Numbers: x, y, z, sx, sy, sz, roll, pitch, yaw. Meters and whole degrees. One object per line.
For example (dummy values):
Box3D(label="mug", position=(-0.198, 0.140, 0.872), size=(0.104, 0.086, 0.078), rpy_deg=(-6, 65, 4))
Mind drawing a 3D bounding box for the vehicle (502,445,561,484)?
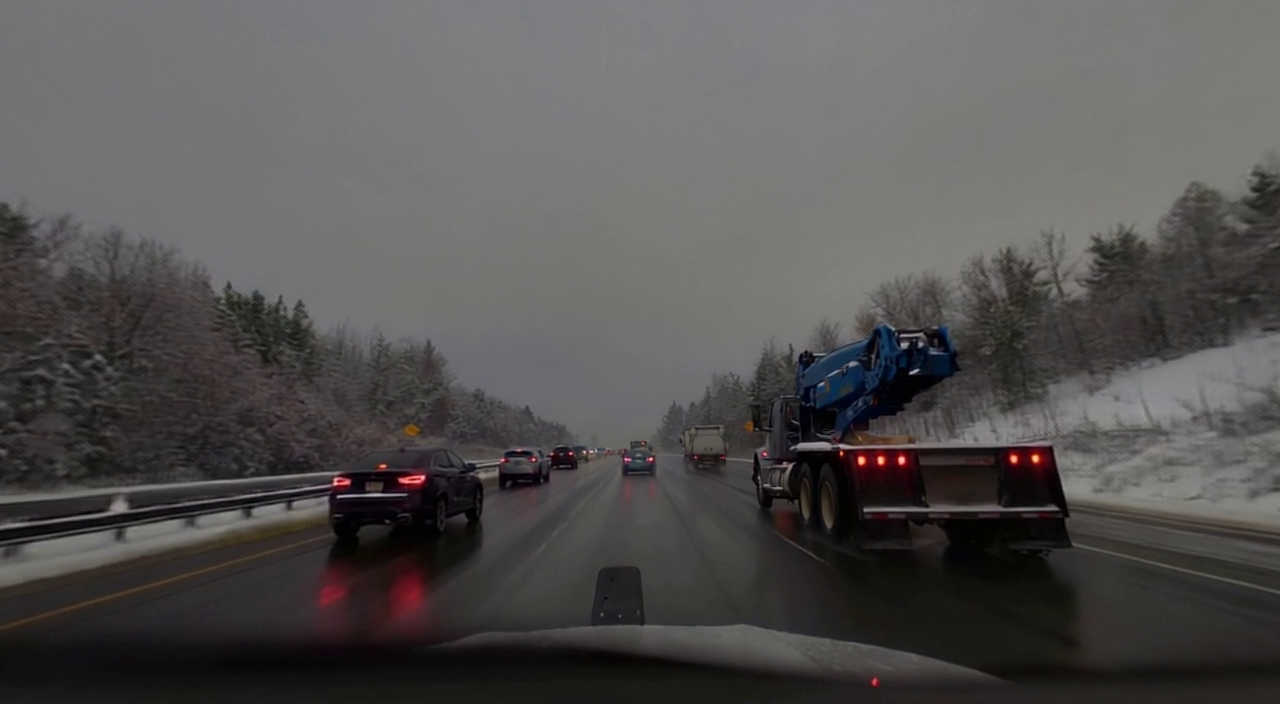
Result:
Box3D(label="vehicle", position=(-4.598, 4.812, 27.131), size=(1.858, 1.527, 3.974), rpy_deg=(0, -9, 0))

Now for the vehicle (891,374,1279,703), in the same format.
Box3D(label="vehicle", position=(4.076, 1.100, 3.924), size=(2.599, 1.631, 5.693), rpy_deg=(0, -9, -1))

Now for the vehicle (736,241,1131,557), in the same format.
Box3D(label="vehicle", position=(3.923, 1.123, 11.377), size=(2.975, 3.618, 8.456), rpy_deg=(0, -9, 0))

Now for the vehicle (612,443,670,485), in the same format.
Box3D(label="vehicle", position=(-0.020, 4.431, 25.038), size=(2.150, 1.498, 3.988), rpy_deg=(0, -9, -2))

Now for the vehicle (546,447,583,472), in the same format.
Box3D(label="vehicle", position=(-4.814, 6.956, 40.611), size=(1.924, 1.481, 4.264), rpy_deg=(0, -9, -1))

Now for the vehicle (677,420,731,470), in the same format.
Box3D(label="vehicle", position=(3.879, 5.905, 39.459), size=(2.416, 2.829, 7.016), rpy_deg=(0, -9, -2))

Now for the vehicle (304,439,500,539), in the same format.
Box3D(label="vehicle", position=(-4.202, 2.483, 12.068), size=(1.880, 1.507, 4.757), rpy_deg=(0, -9, 1))
